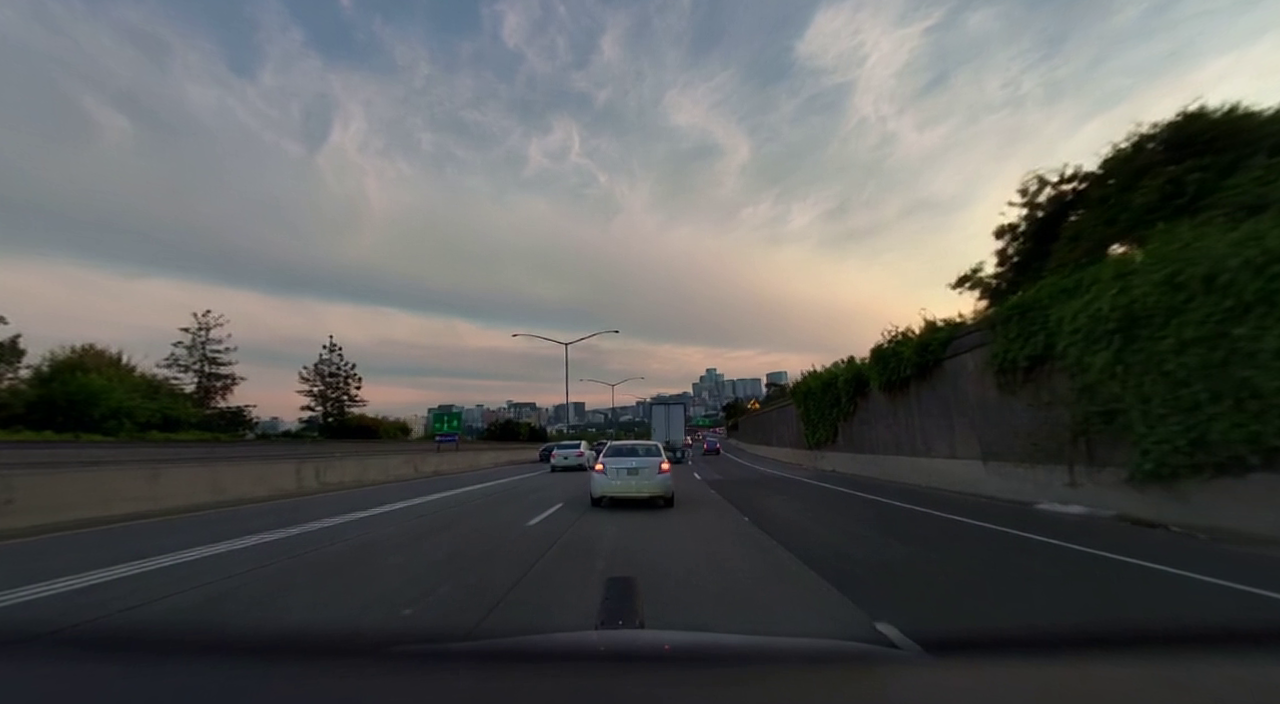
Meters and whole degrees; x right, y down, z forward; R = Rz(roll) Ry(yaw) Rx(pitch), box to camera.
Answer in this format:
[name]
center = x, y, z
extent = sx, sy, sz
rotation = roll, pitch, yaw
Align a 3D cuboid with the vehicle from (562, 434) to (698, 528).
[vehicle]
center = -0.124, 2.345, 12.025
extent = 2.136, 1.470, 3.971
rotation = 0, -9, 1
